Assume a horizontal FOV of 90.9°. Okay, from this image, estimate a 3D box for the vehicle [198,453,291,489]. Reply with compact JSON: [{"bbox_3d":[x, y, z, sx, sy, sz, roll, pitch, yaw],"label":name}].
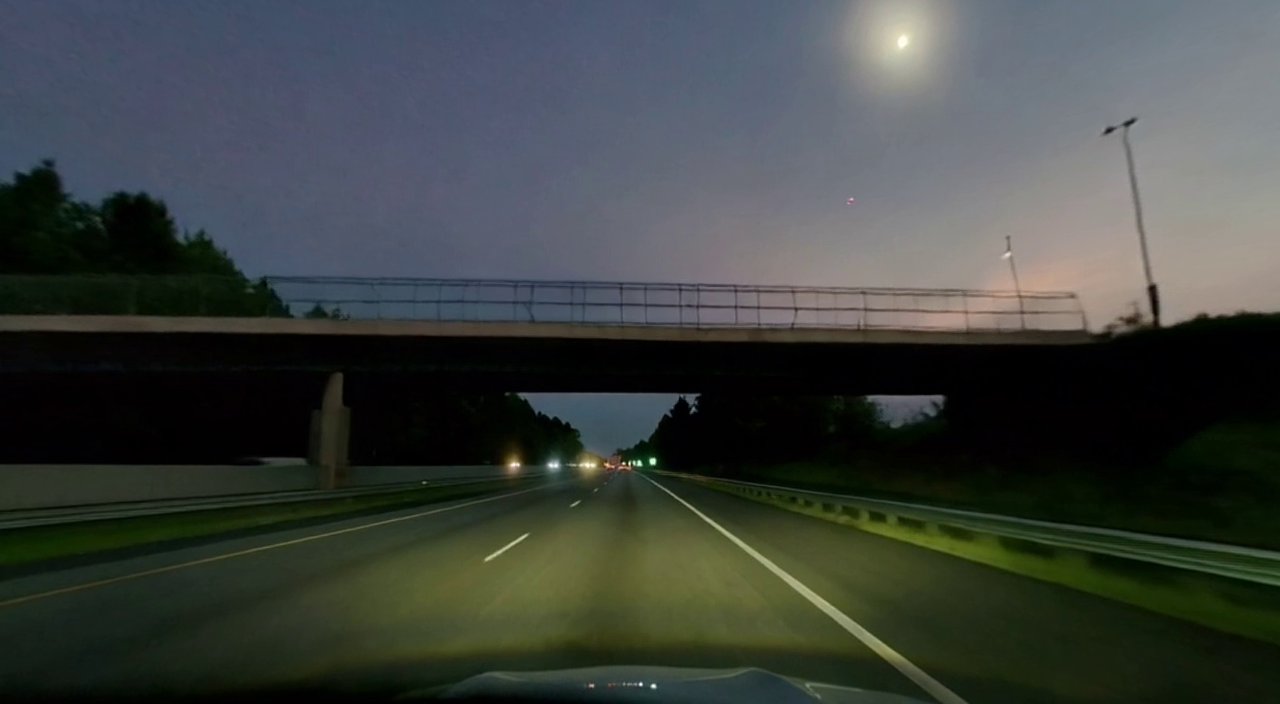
[{"bbox_3d":[-17.515,5.301,28.091,1.740,1.429,3.544,1,-11,1],"label":"vehicle"}]
